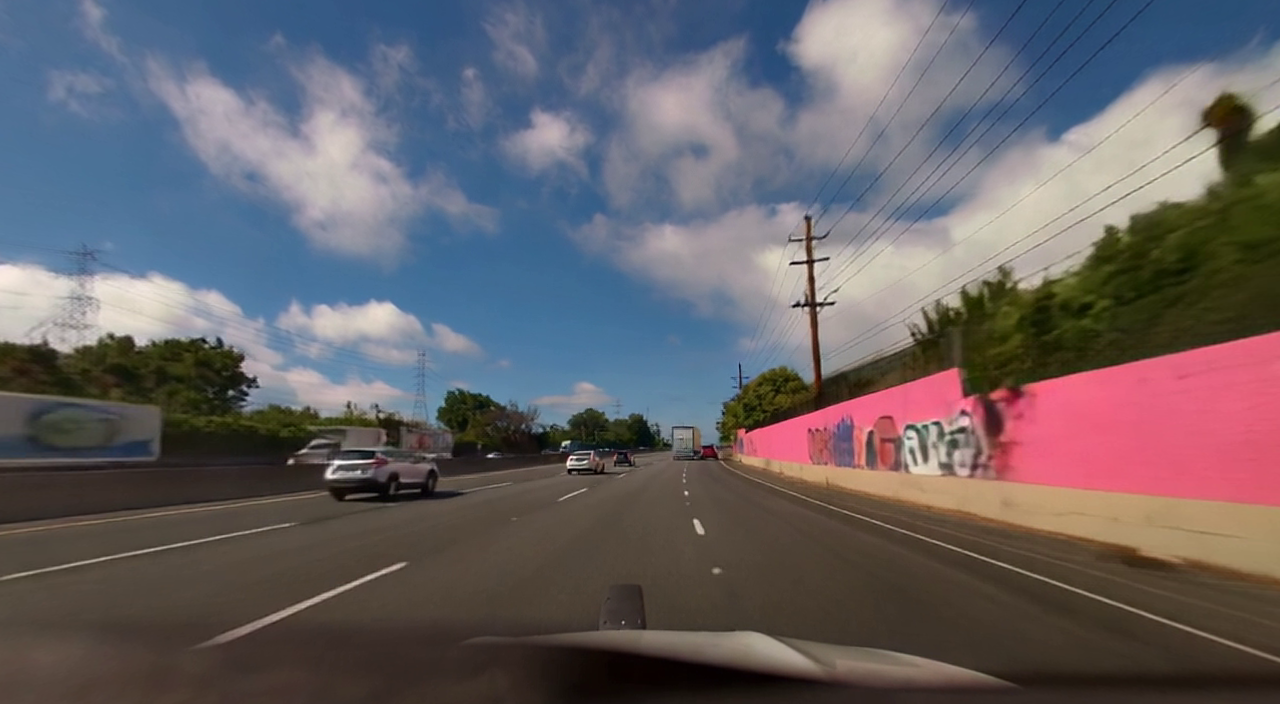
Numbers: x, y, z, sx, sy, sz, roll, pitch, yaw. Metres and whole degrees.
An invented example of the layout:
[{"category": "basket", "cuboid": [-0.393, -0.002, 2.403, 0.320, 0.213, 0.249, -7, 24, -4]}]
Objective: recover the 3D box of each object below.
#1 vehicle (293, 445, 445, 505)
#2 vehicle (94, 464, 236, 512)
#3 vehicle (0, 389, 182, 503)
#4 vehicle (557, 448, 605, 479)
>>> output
[{"category": "vehicle", "cuboid": [-7.702, 3.534, 18.575, 2.142, 1.503, 4.767, -1, -9, 3]}, {"category": "vehicle", "cuboid": [-15.949, 4.558, 21.450, 1.789, 1.390, 3.746, -1, -9, 2]}, {"category": "vehicle", "cuboid": [-24.210, 3.468, 23.171, 2.886, 4.024, 14.699, -1, -9, 4]}, {"category": "vehicle", "cuboid": [-3.103, 5.984, 33.972, 1.966, 1.565, 3.766, -1, -9, 4]}]
